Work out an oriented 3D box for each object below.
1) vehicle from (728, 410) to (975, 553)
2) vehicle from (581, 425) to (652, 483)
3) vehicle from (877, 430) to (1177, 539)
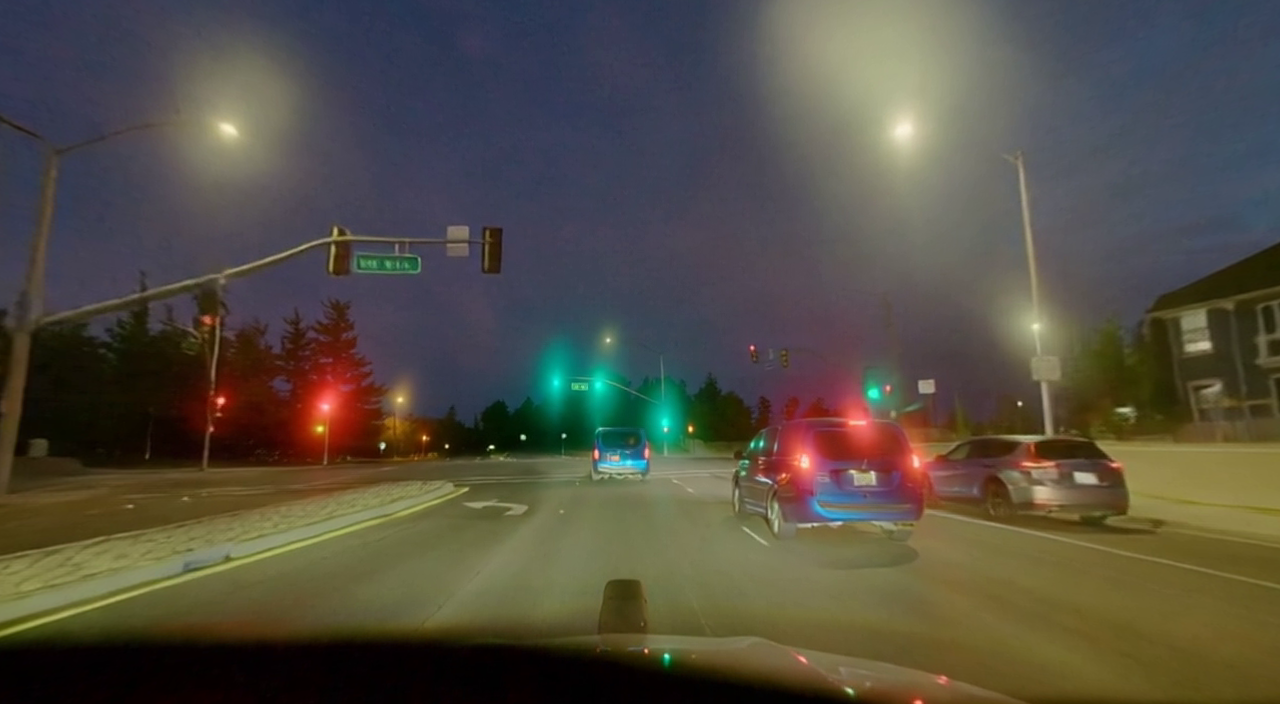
[{"bbox_3d":[2.876,1.889,9.915,2.024,1.686,4.588,0,-9,-4],"label":"vehicle"},{"bbox_3d":[-0.953,3.591,22.458,2.185,1.822,4.583,1,-9,-6],"label":"vehicle"},{"bbox_3d":[6.286,2.201,11.198,2.124,1.474,4.880,0,-9,-2],"label":"vehicle"}]
